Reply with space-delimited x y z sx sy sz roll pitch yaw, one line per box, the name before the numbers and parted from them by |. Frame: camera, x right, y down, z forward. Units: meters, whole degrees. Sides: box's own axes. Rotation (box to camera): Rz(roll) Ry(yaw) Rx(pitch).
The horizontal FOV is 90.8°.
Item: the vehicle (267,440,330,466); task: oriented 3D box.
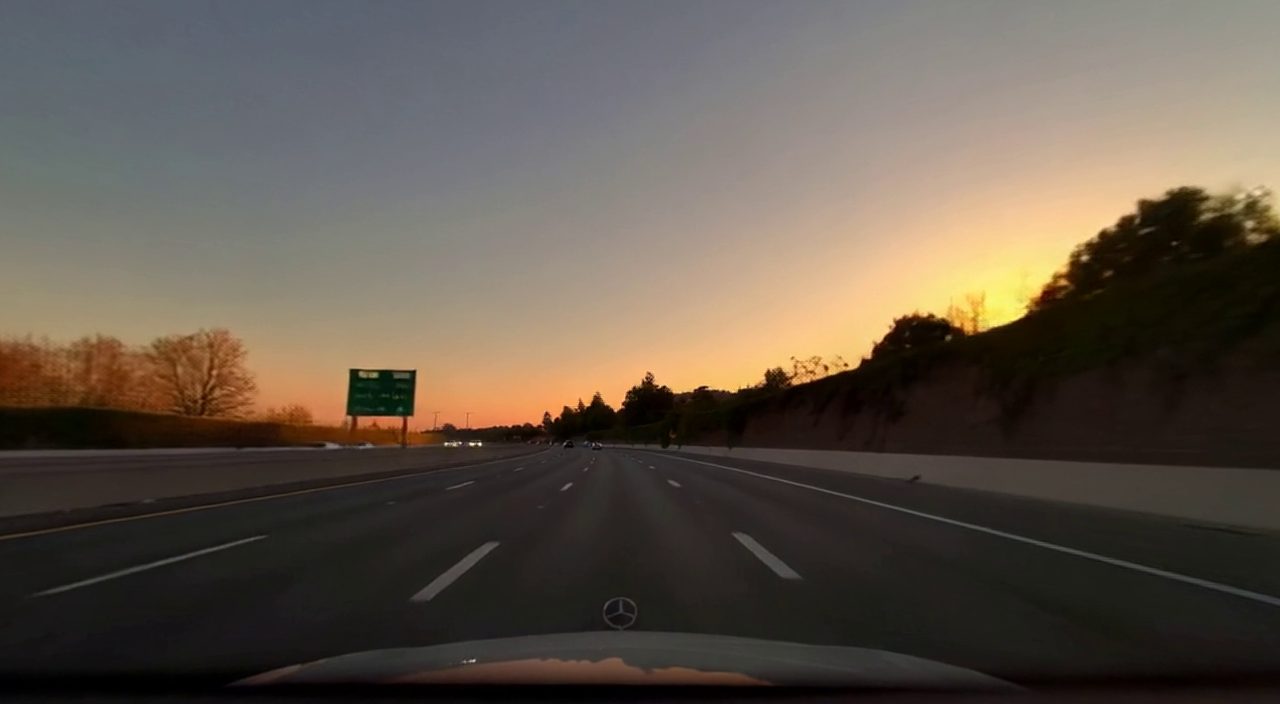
vehicle | -24.346 7.203 45.275 1.943 1.528 4.598 3 -6 -1
